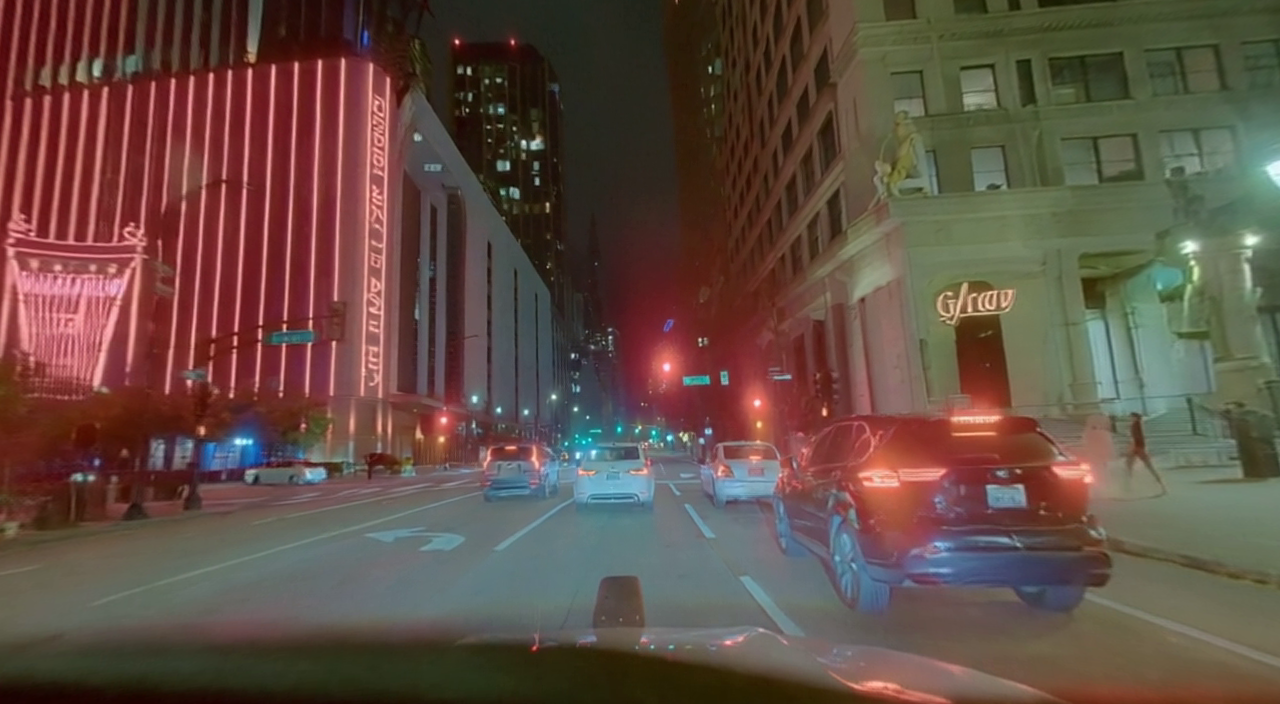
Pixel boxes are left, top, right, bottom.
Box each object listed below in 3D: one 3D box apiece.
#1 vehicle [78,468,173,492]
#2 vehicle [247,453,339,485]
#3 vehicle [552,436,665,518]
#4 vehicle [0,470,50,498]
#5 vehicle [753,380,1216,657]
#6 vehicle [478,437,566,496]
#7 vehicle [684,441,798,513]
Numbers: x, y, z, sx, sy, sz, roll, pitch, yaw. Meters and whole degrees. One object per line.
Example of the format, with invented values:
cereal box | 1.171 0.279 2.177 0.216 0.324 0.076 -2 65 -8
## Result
vehicle | -32.306 8.040 39.748 4.392 1.427 1.764 0 -9 -1
vehicle | -20.701 6.988 37.880 4.612 1.752 1.953 4 -10 -25
vehicle | -0.619 2.640 13.819 2.096 1.492 4.071 0 -9 -1
vehicle | -40.208 8.305 39.766 4.224 1.622 1.808 0 -9 -1
vehicle | 2.629 1.405 6.377 2.096 1.775 4.440 0 -9 -1
vehicle | -3.587 3.595 20.224 2.045 1.633 4.864 0 -9 -2
vehicle | 2.233 2.888 15.143 1.943 1.449 4.202 0 -9 -1
